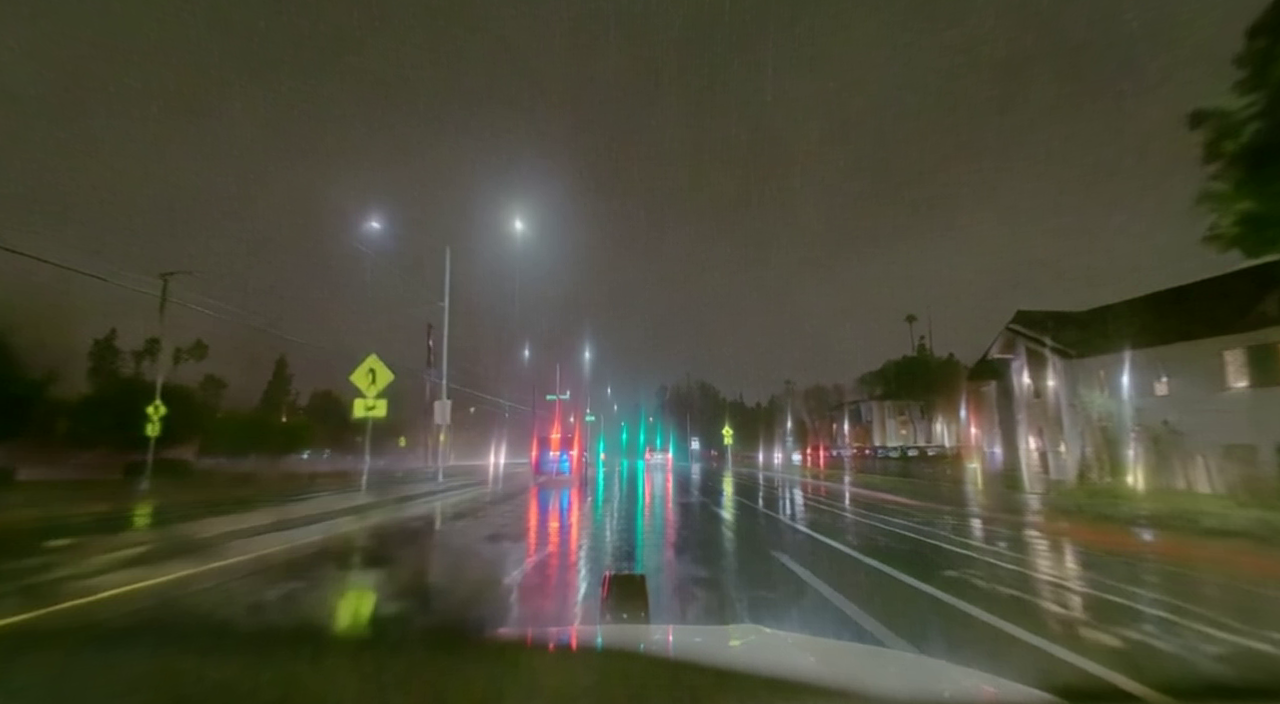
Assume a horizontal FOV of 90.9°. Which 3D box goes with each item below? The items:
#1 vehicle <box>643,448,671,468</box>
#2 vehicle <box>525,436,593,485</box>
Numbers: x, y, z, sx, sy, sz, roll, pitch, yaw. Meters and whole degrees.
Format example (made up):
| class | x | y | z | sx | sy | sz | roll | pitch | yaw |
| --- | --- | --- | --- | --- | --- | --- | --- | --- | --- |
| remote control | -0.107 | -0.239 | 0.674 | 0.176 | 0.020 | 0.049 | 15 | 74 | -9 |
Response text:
| class | x | y | z | sx | sy | sz | roll | pitch | yaw |
| --- | --- | --- | --- | --- | --- | --- | --- | --- | --- |
| vehicle | 1.268 | 8.201 | 48.986 | 2.075 | 1.480 | 3.920 | 0 | -9 | 0 |
| vehicle | -3.237 | 4.437 | 26.038 | 2.150 | 1.812 | 4.423 | 0 | -9 | 1 |
